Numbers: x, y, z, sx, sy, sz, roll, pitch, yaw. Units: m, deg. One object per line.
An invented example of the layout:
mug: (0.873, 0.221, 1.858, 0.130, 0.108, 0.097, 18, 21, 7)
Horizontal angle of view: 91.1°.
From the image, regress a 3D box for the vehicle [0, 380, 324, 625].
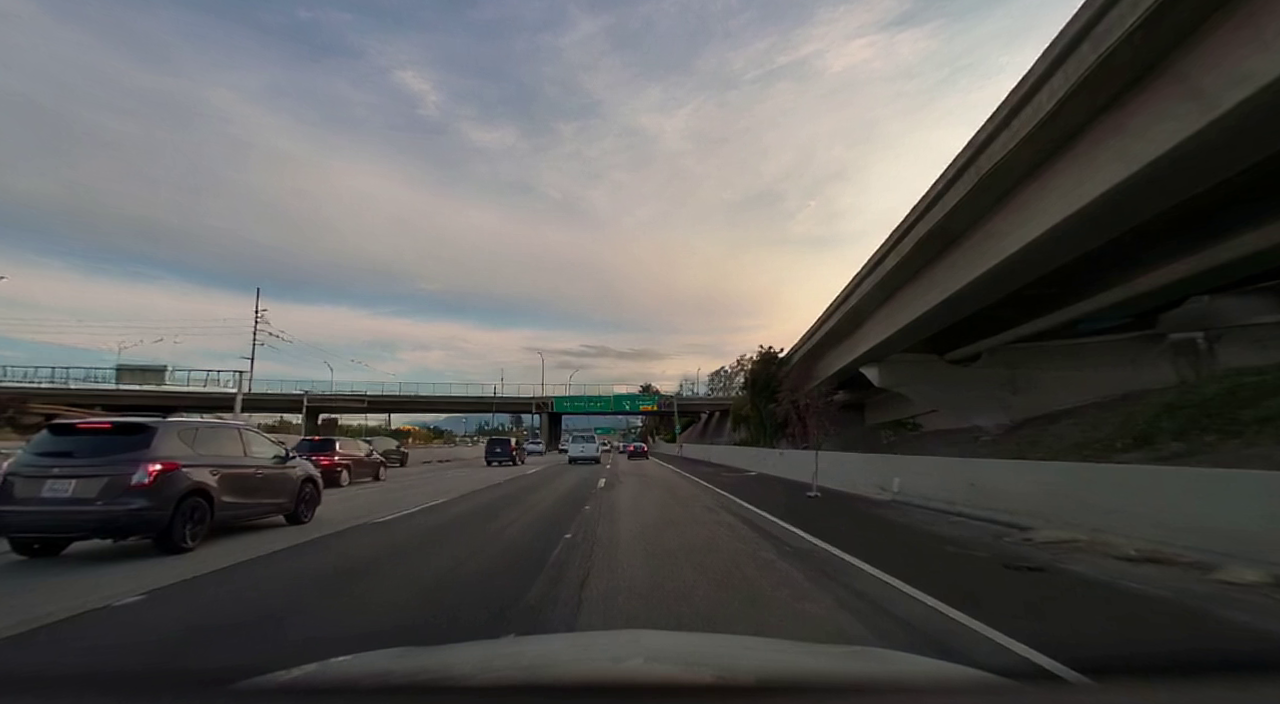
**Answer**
vehicle: (-6.014, 1.422, 6.706, 2.355, 1.805, 5.938, 0, -8, -2)

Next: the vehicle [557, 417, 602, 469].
vehicle: (-3.538, 5.498, 37.897, 2.301, 2.843, 6.458, 0, -8, -2)

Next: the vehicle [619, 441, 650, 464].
vehicle: (-0.477, 7.257, 45.511, 2.079, 1.506, 4.488, 0, -8, -2)

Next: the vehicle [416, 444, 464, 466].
vehicle: (-13.767, 7.098, 43.493, 1.899, 1.485, 4.368, 0, -8, -1)

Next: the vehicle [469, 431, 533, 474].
vehicle: (-6.796, 4.986, 31.309, 2.179, 1.948, 4.618, 0, -8, -1)
